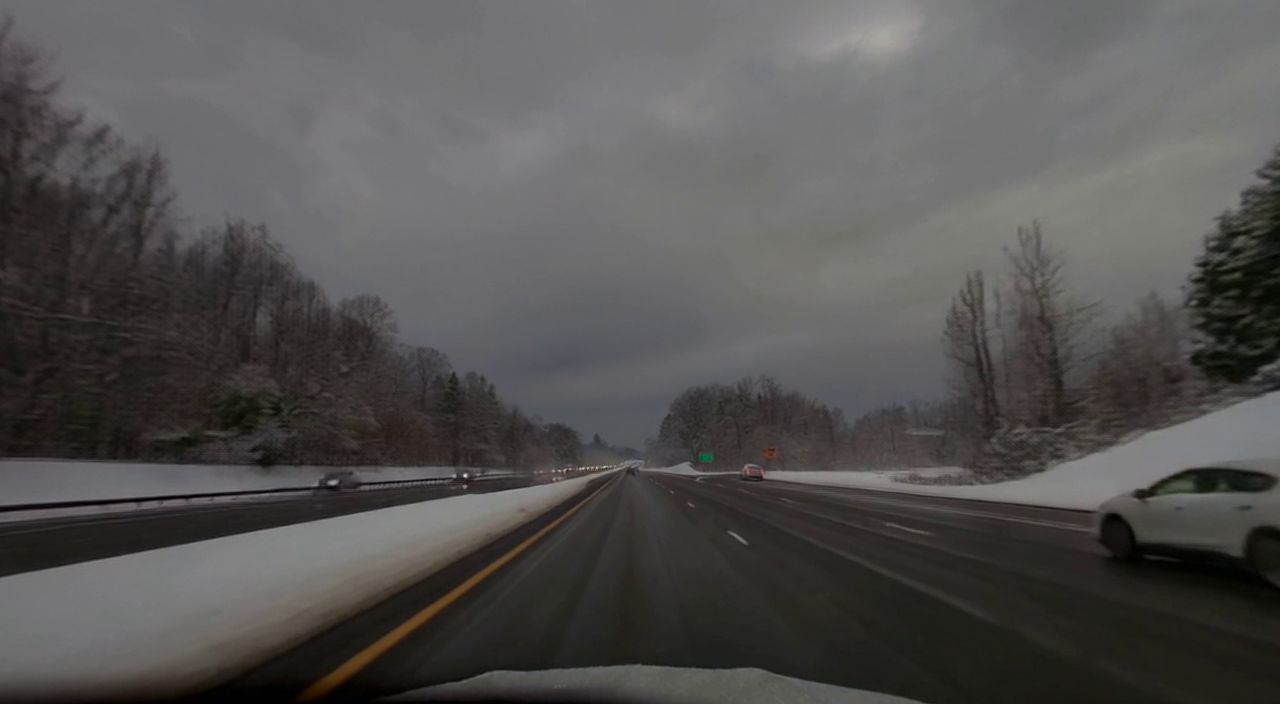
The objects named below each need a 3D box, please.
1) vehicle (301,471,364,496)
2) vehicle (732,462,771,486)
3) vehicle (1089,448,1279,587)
[{"bbox_3d":[-20.067,8.581,41.257,1.795,1.513,3.900,-1,-10,7],"label":"vehicle"},{"bbox_3d":[7.814,8.620,44.698,1.951,1.566,4.616,1,-10,0],"label":"vehicle"},{"bbox_3d":[7.906,1.900,7.374,2.024,1.476,4.352,1,-10,-1],"label":"vehicle"}]
